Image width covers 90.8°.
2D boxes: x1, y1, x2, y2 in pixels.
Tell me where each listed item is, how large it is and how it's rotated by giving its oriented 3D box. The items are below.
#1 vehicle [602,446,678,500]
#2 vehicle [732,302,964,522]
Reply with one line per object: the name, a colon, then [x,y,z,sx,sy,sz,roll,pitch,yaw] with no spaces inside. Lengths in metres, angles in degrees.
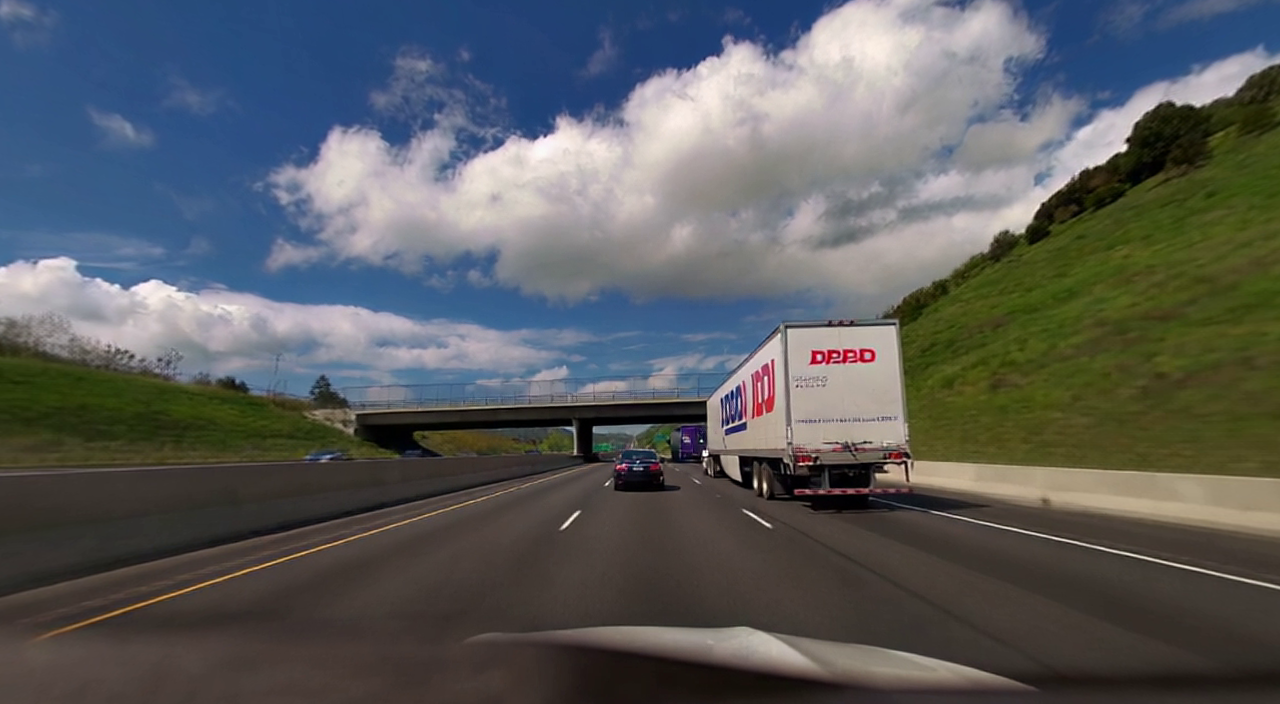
vehicle: [0.001,3.553,18.903,2.029,1.437,3.794,0,-9,0]
vehicle: [4.307,1.680,15.498,2.802,3.956,8.291,0,-9,0]
